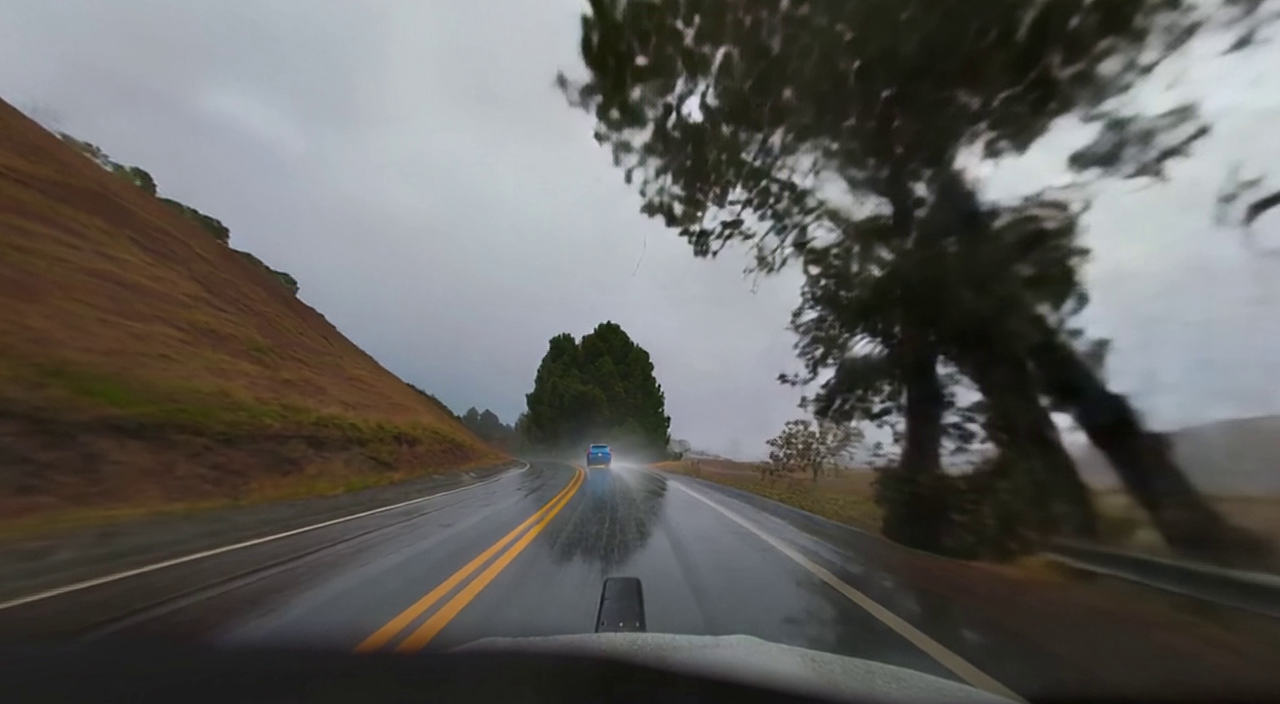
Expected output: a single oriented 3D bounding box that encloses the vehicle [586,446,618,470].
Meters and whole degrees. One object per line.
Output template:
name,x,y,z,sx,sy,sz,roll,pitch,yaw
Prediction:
vehicle,-3.010,8.299,49.661,2.195,1.749,4.260,1,-8,-8
